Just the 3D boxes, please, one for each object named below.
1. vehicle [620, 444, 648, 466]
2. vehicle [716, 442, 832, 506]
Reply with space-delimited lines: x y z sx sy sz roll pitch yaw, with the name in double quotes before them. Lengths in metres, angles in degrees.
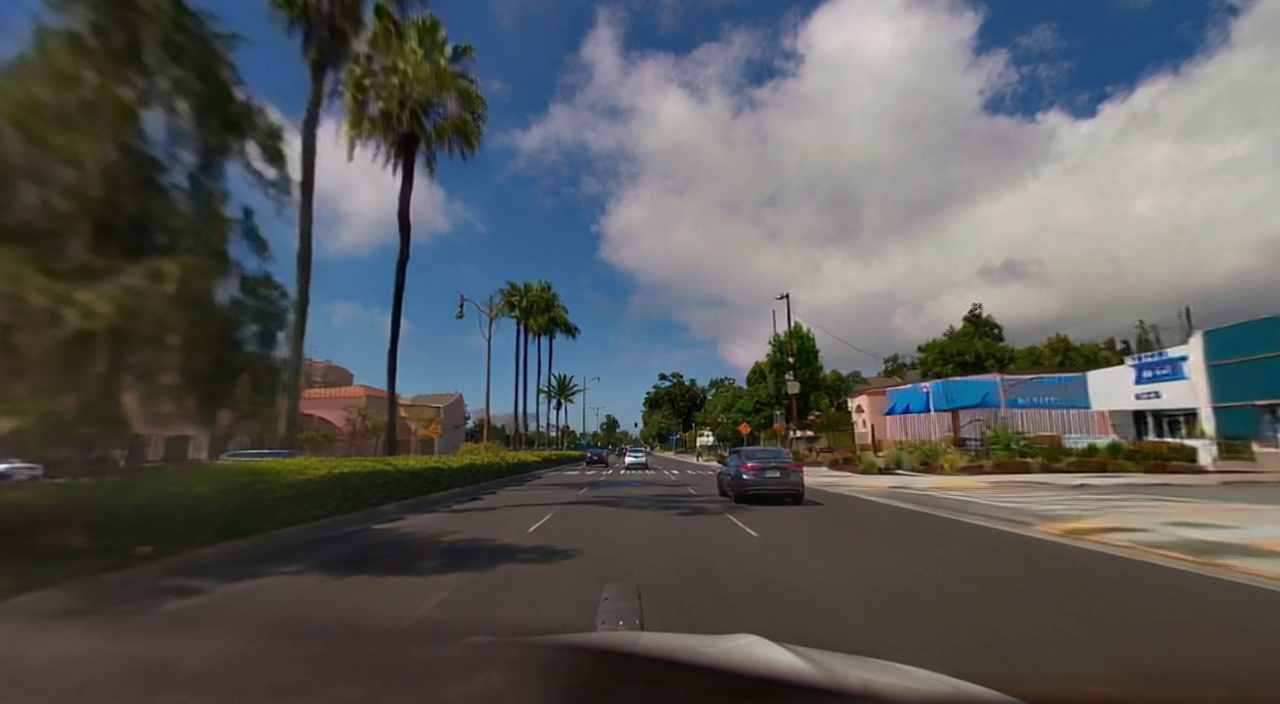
"vehicle" -0.477 8.088 49.636 2.102 1.653 3.698 0 -9 -1
"vehicle" 3.507 3.290 17.569 2.090 1.503 4.566 0 -9 -2
